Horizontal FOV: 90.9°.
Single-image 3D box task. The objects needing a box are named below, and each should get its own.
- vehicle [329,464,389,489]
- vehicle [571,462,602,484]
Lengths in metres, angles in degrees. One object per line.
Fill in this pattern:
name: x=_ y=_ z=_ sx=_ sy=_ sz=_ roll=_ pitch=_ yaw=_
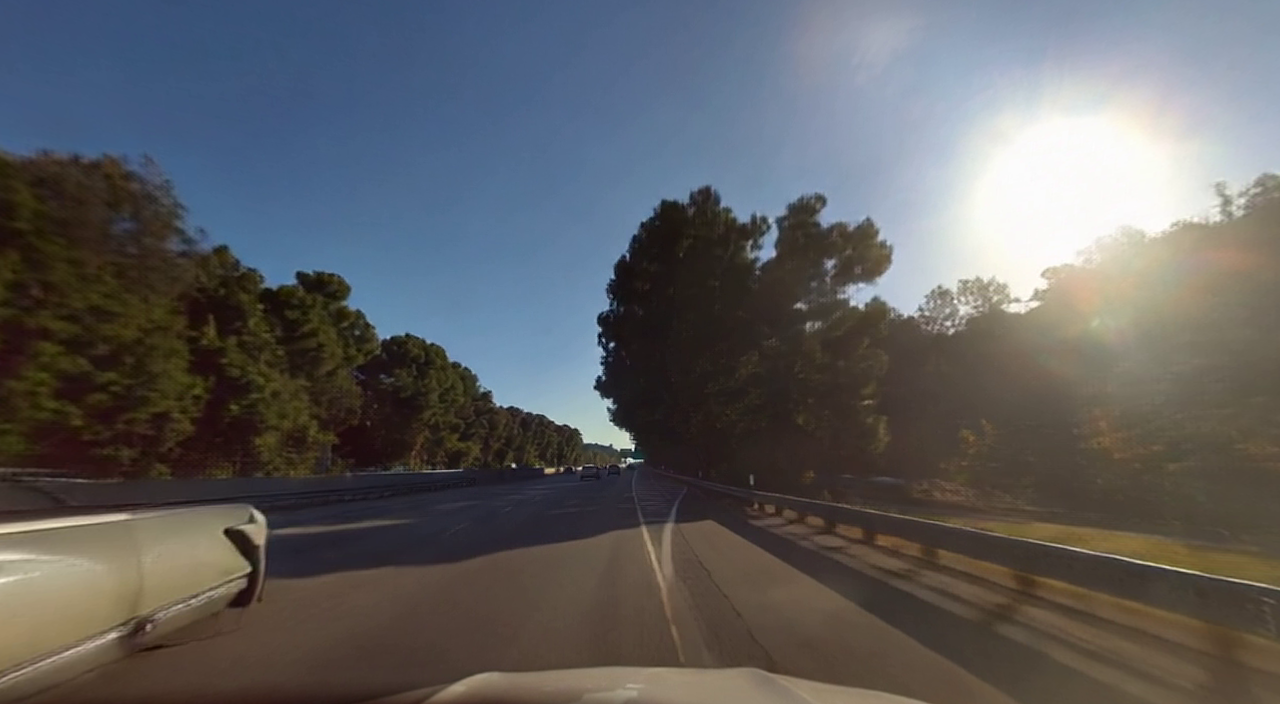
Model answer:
vehicle: x=-18.175 y=8.078 z=40.998 sx=1.832 sy=1.481 sz=4.505 roll=1 pitch=-11 yaw=0
vehicle: x=-4.048 y=9.289 z=48.418 sx=2.042 sy=1.629 sz=4.276 roll=1 pitch=-11 yaw=0
